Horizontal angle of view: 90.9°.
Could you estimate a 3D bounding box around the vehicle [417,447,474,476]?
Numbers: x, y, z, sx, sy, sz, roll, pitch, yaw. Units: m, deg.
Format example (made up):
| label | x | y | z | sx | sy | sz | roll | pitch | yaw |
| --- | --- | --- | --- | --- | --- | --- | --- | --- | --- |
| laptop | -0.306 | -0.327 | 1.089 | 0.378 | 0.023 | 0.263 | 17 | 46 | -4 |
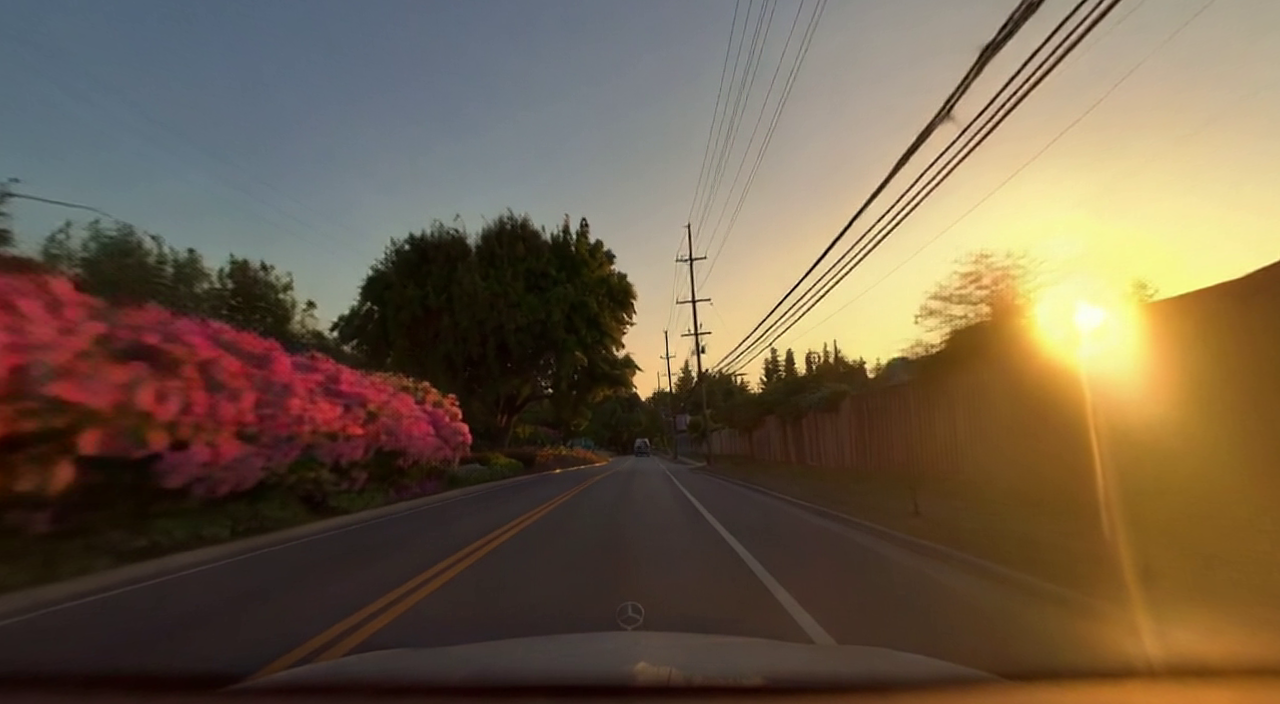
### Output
| label | x | y | z | sx | sy | sz | roll | pitch | yaw |
| --- | --- | --- | --- | --- | --- | --- | --- | --- | --- |
| vehicle | -12.070 | 6.792 | 39.425 | 1.989 | 1.683 | 4.615 | -1 | -8 | 2 |
